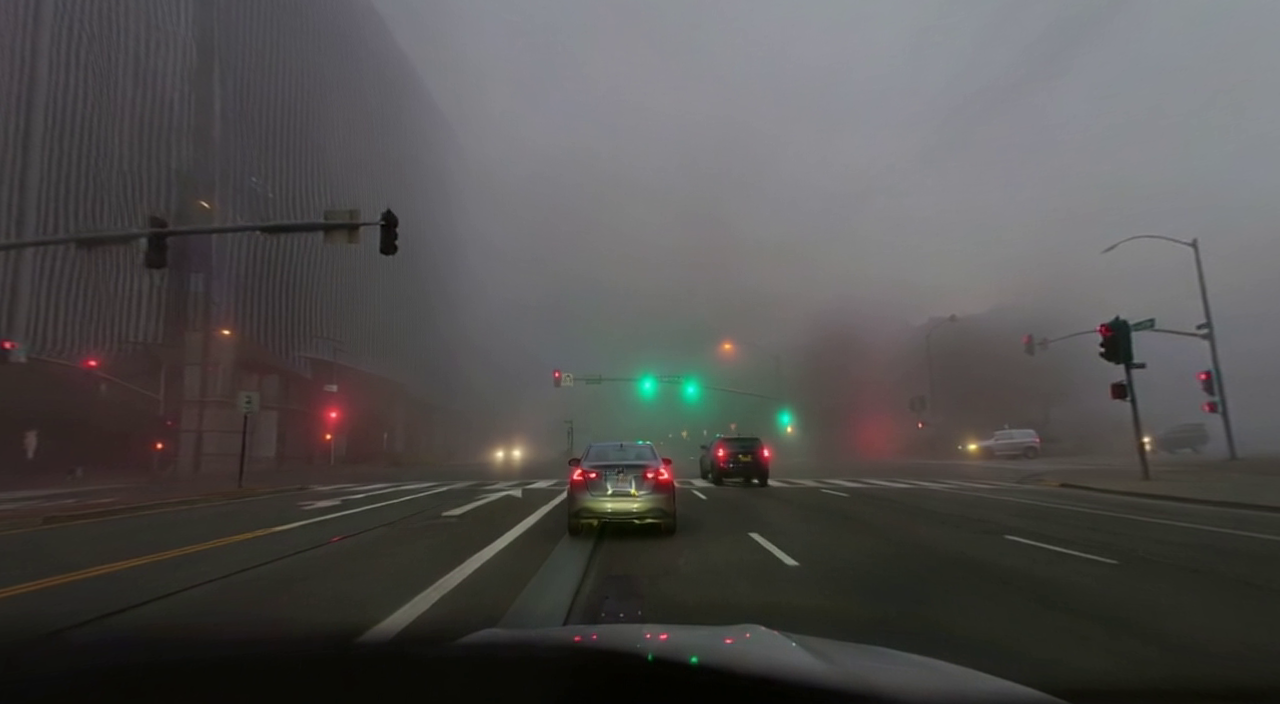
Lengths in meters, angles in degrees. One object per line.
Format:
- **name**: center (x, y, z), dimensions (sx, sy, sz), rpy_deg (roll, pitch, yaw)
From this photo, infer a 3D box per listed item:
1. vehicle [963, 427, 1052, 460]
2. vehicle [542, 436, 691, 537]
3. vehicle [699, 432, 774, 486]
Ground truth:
- **vehicle**: center (24.149, 6.065, 41.634), dimensions (4.384, 2.000, 2.345), rpy_deg (1, -11, -4)
- **vehicle**: center (-0.375, 2.208, 11.147), dimensions (2.144, 1.398, 3.963), rpy_deg (1, -7, -1)
- **vehicle**: center (3.425, 3.860, 23.310), dimensions (2.078, 1.799, 4.089), rpy_deg (1, -7, -1)
